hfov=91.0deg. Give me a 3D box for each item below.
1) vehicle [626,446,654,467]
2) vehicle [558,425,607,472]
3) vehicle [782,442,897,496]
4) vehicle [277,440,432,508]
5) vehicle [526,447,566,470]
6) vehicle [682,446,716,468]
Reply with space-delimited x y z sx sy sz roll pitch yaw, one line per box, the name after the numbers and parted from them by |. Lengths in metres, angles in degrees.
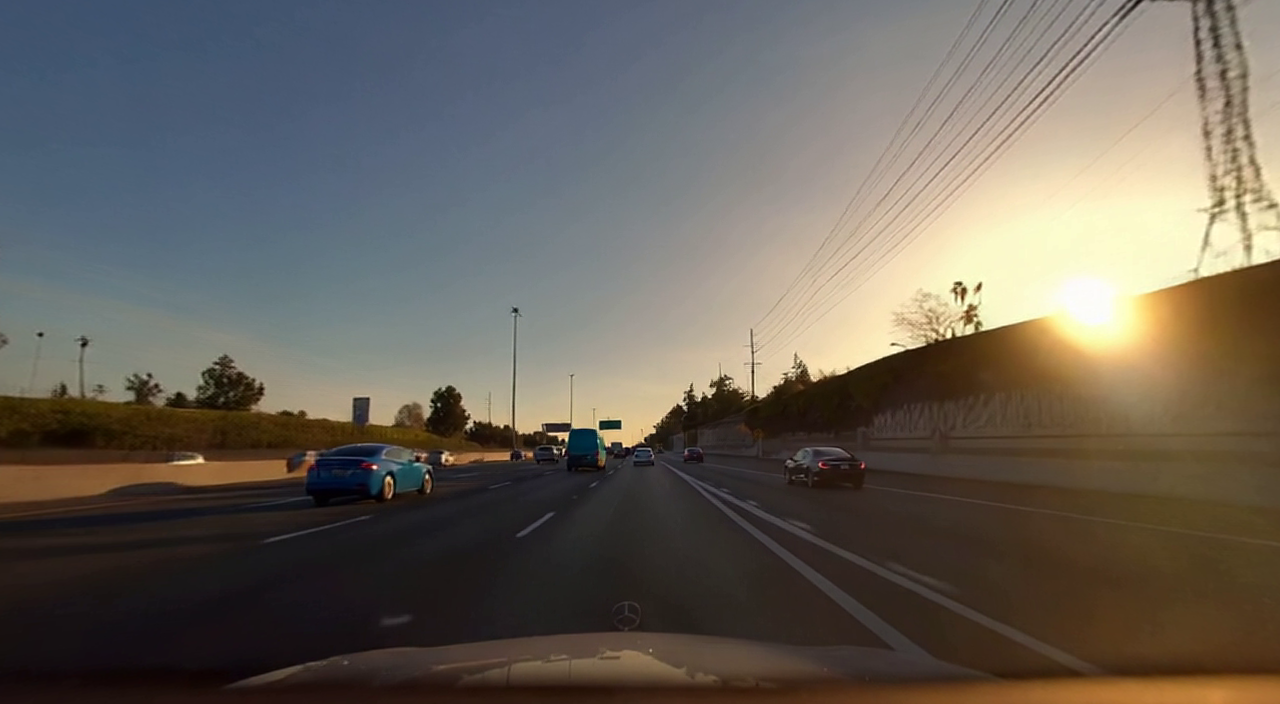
-0.037 8.167 49.332 2.084 1.492 4.137 0 -9 0 | vehicle
-3.444 5.984 39.112 2.395 2.660 5.827 0 -9 1 | vehicle
6.052 3.584 19.715 2.052 1.470 4.364 0 -9 -1 | vehicle
-7.218 3.106 16.540 1.967 1.525 4.458 0 -9 0 | vehicle
-6.440 7.308 43.564 1.944 1.490 4.442 0 -9 1 | vehicle
4.416 7.926 47.726 2.095 1.504 4.536 0 -9 -1 | vehicle
